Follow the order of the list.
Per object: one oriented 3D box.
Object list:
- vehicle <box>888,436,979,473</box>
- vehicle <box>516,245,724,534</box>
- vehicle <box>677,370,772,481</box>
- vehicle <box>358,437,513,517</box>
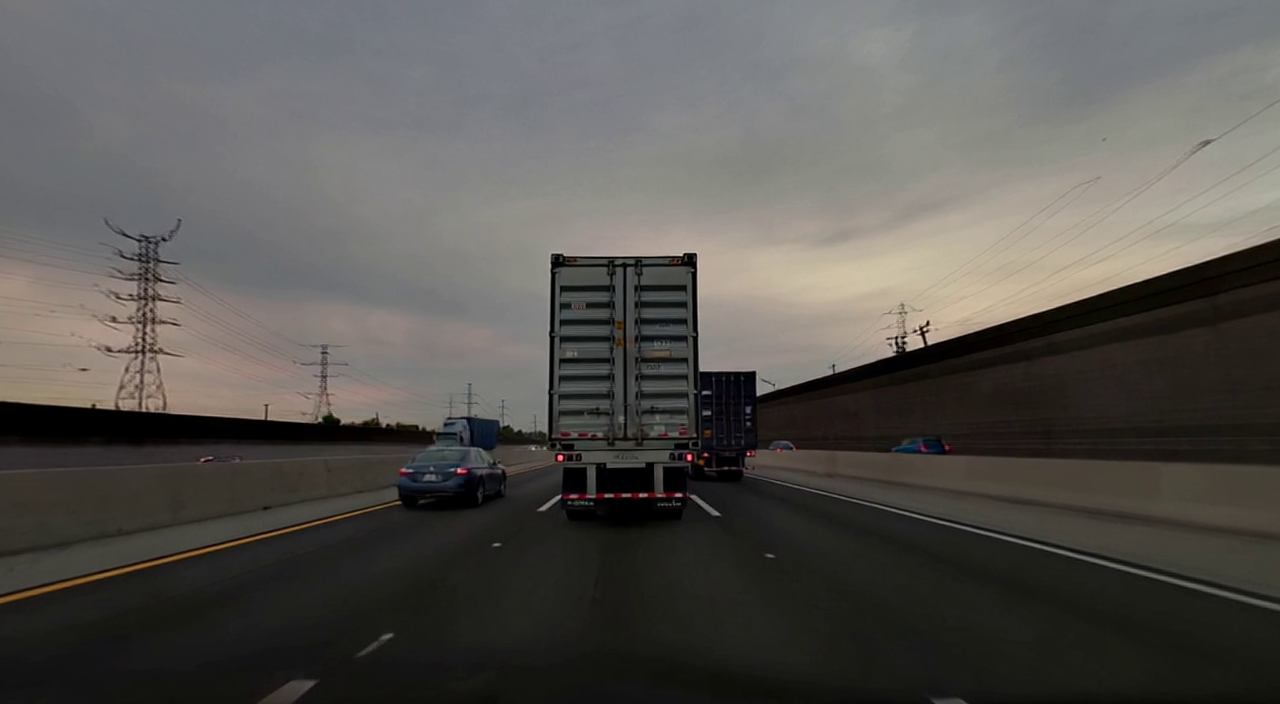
[{"bbox_3d":[13.412,4.709,29.276,2.020,1.546,4.336,0,-9,-2],"label":"vehicle"},{"bbox_3d":[-0.325,1.356,14.911,2.841,4.071,12.046,0,-9,0],"label":"vehicle"},{"bbox_3d":[3.397,3.441,28.432,2.846,4.053,10.304,-1,-9,0],"label":"vehicle"},{"bbox_3d":[-4.322,2.710,14.280,1.993,1.475,4.540,0,-9,0],"label":"vehicle"}]
